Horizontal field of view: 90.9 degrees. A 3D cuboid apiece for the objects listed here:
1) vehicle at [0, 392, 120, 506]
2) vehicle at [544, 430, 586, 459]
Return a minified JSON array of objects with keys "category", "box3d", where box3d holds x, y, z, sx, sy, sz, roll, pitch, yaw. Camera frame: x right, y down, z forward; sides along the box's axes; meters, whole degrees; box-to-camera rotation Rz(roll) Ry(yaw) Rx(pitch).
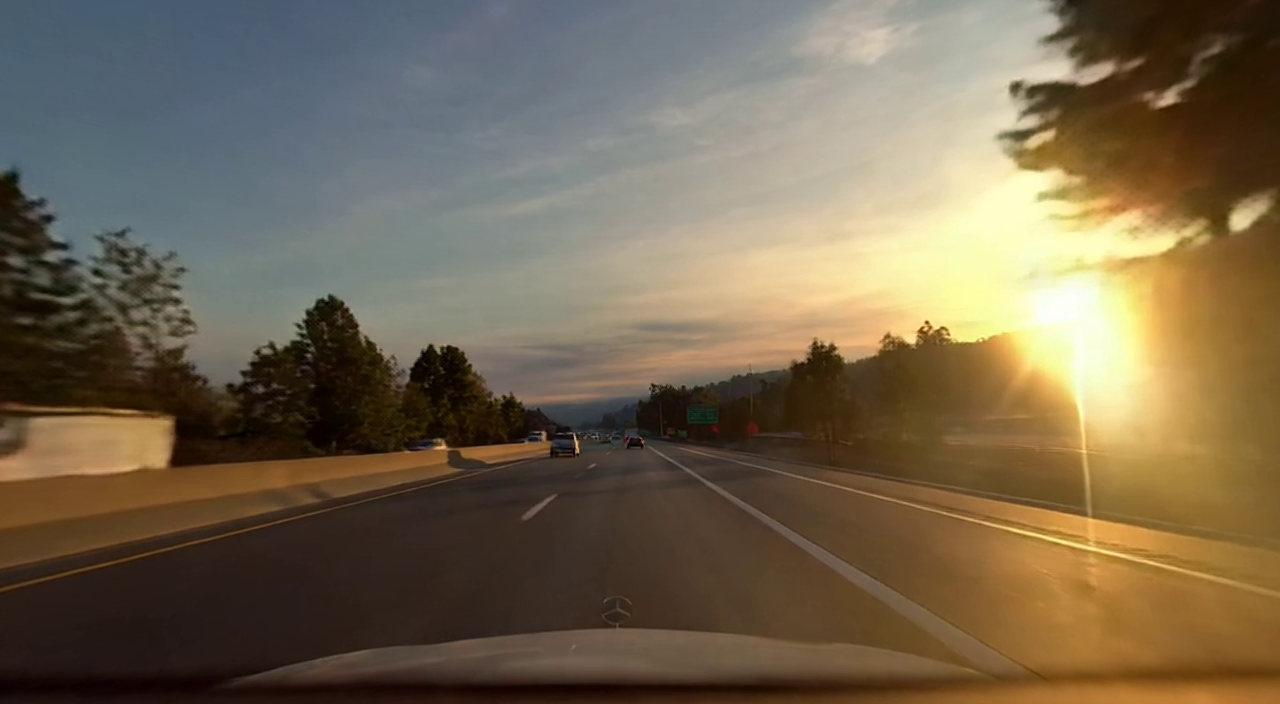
[{"category":"vehicle","box3d":[-16.362,2.319,15.004,2.510,2.668,6.372,0,-8,-1]},{"category":"vehicle","box3d":[-4.441,5.526,37.838,2.003,1.626,4.256,0,-8,0]}]
